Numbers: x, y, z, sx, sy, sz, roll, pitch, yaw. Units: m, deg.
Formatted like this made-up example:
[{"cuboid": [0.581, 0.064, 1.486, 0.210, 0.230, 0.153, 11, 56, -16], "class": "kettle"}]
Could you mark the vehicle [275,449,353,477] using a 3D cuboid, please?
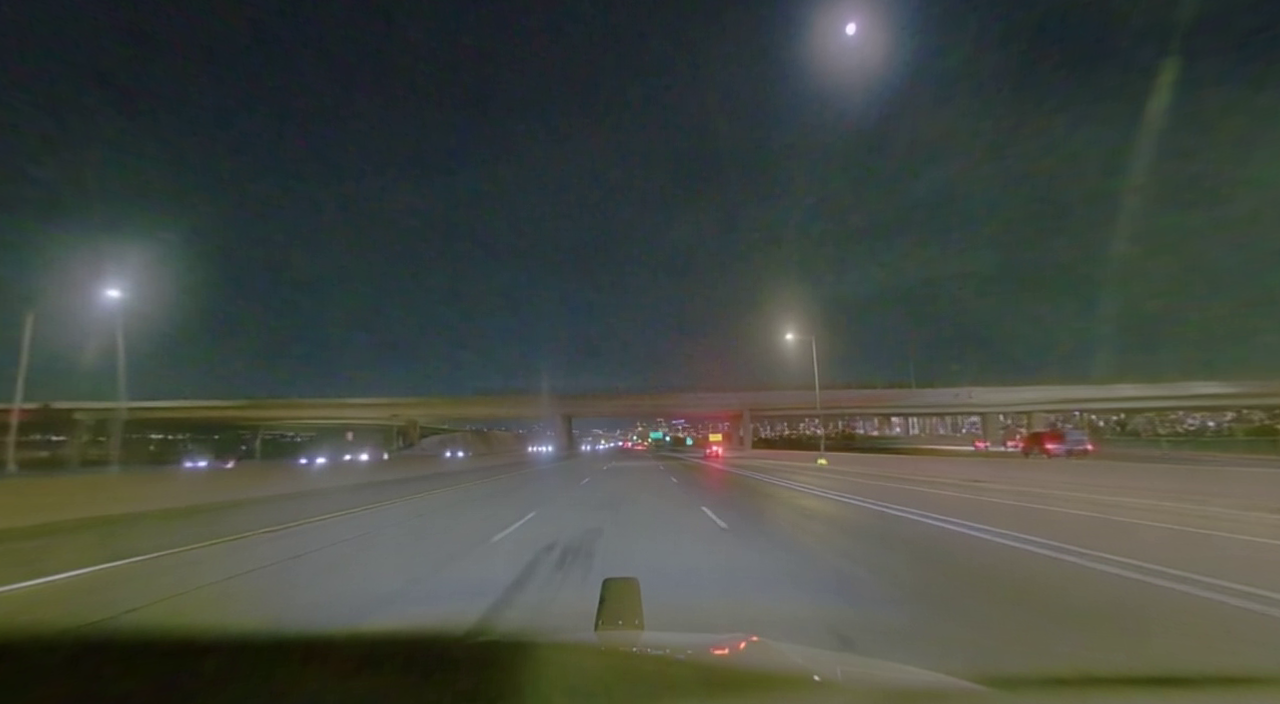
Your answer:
[{"cuboid": [-18.656, 6.339, 36.436, 2.035, 1.485, 4.729, 0, -9, -1], "class": "vehicle"}]

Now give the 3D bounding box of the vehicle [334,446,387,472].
[{"cuboid": [-19.673, 7.504, 44.718, 2.048, 1.713, 4.709, 1, -9, -7], "class": "vehicle"}]

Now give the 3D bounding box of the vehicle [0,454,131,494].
[{"cuboid": [-24.099, 5.049, 26.530, 1.902, 1.452, 4.441, 0, -9, -3], "class": "vehicle"}]

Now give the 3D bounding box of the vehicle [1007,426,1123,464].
[{"cuboid": [18.565, 4.123, 27.901, 1.916, 1.508, 4.485, 0, -9, -2], "class": "vehicle"}]
